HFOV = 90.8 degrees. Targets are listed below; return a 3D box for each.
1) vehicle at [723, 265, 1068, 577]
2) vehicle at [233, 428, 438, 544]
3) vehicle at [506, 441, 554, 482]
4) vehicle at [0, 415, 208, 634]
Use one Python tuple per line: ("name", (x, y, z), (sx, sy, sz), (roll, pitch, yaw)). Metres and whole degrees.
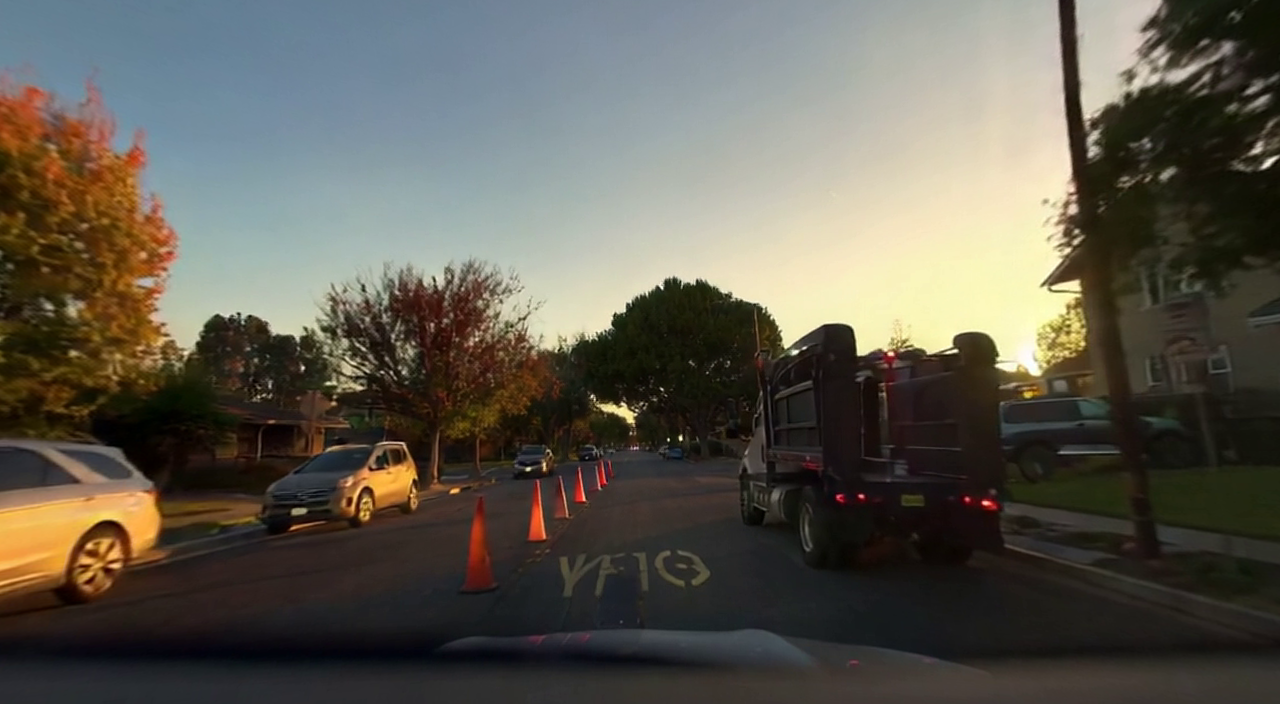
("vehicle", (3.200, 1.179, 10.250), (2.750, 3.440, 6.535), (0, -8, 0))
("vehicle", (-6.202, 2.724, 13.625), (2.210, 1.849, 4.638), (-5, -8, -1))
("vehicle", (-5.739, 5.712, 33.429), (2.087, 1.835, 4.445), (-2, -7, -5))
("vehicle", (-6.475, 1.521, 5.297), (2.312, 1.790, 5.067), (-4, -8, -2))
